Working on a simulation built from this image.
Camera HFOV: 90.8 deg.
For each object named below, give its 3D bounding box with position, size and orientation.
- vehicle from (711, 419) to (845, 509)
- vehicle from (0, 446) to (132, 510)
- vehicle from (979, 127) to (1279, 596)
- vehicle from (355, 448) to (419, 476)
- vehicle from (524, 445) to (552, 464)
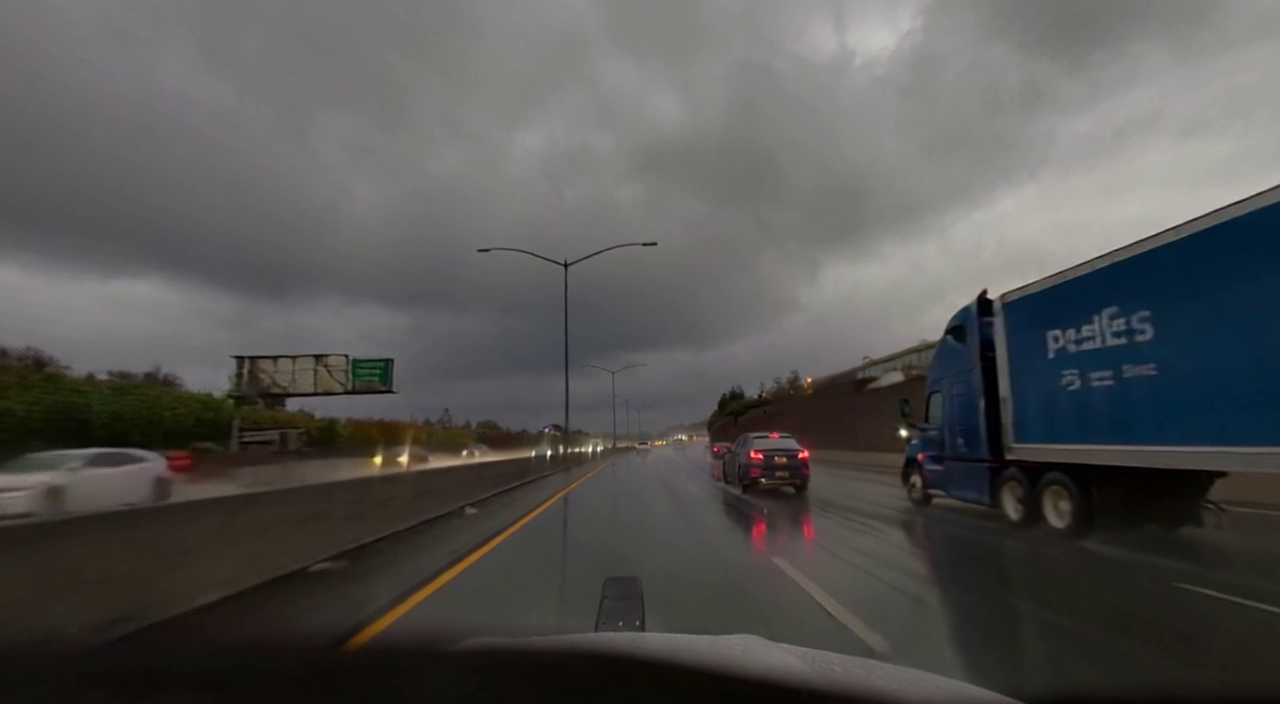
[{"bbox_3d":[2.906,2.490,14.444,1.973,1.710,4.476,0,-8,-1],"label":"vehicle"},{"bbox_3d":[-18.233,3.696,19.011,1.967,1.682,4.682,0,-8,0],"label":"vehicle"},{"bbox_3d":[7.075,-0.325,2.816,2.864,4.060,14.637,0,-8,-1],"label":"vehicle"},{"bbox_3d":[-14.592,6.339,36.732,1.883,1.466,4.636,0,-8,0],"label":"vehicle"},{"bbox_3d":[-7.758,7.781,48.279,1.554,1.386,3.320,0,-8,-1],"label":"vehicle"}]
